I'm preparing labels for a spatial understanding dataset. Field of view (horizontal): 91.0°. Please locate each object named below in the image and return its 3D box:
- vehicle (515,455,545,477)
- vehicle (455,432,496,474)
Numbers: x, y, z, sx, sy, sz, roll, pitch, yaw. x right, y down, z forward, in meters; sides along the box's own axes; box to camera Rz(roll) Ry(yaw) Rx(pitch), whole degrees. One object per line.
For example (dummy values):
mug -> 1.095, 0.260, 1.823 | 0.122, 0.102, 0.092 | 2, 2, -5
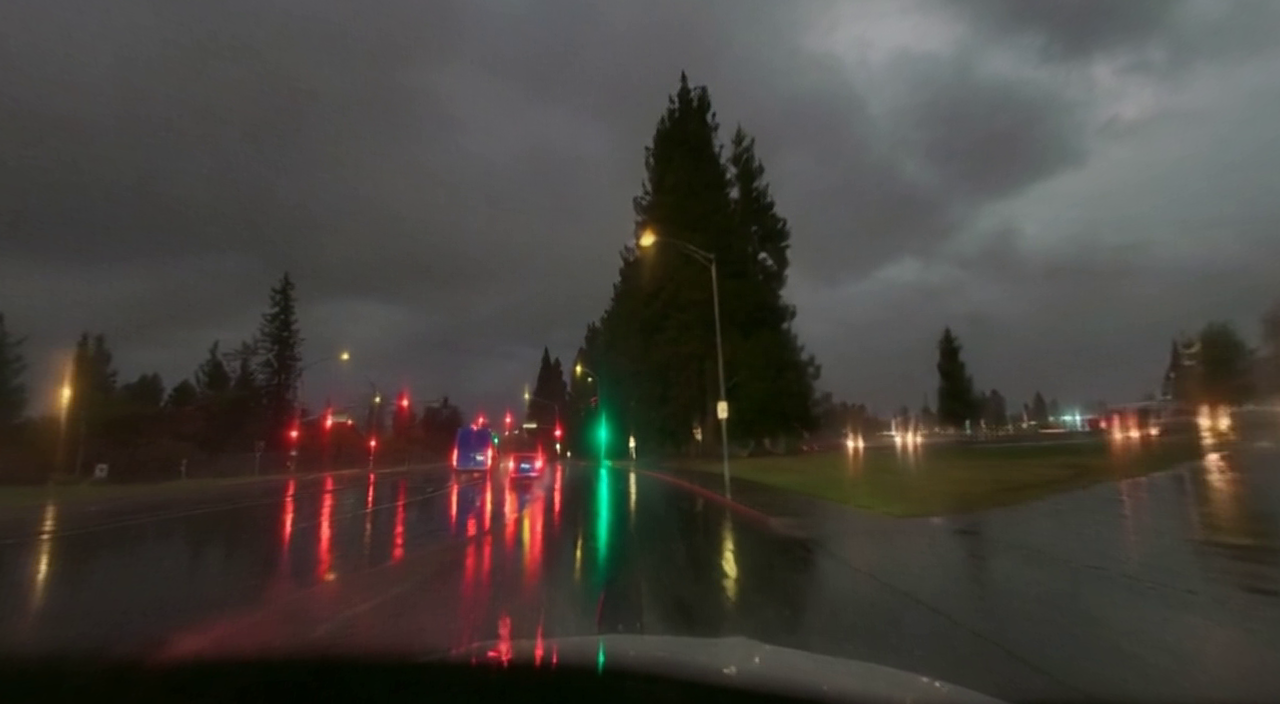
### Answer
vehicle -> -8.106, 8.359, 46.402 | 2.019, 1.485, 4.565 | 2, -9, -10
vehicle -> -12.334, 7.606, 47.661 | 2.461, 2.889, 6.776 | 2, -9, -10
